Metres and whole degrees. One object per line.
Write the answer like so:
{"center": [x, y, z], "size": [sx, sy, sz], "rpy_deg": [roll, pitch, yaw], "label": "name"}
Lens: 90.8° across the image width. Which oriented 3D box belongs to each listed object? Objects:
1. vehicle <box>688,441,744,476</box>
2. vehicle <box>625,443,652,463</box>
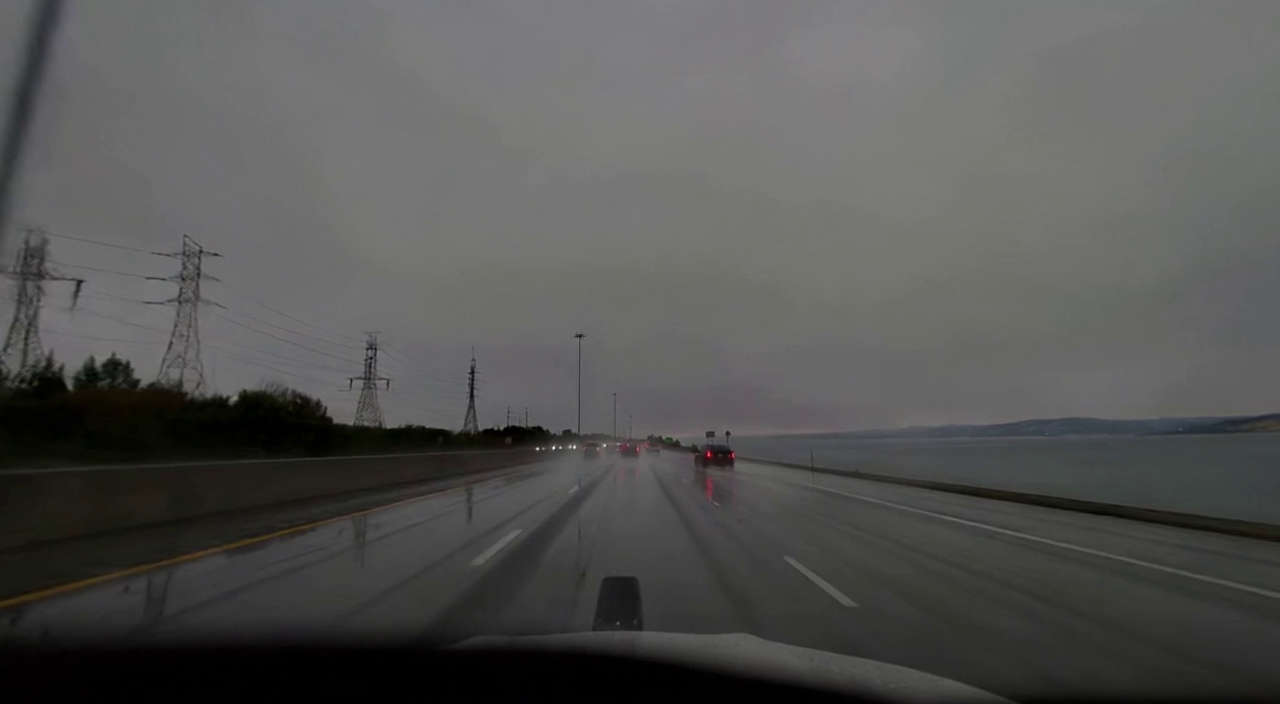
{"center": [3.412, 4.878, 29.208], "size": [1.890, 1.490, 4.373], "rpy_deg": [0, -8, -2], "label": "vehicle"}
{"center": [-0.162, 7.917, 49.459], "size": [2.067, 1.482, 3.966], "rpy_deg": [0, -8, -1], "label": "vehicle"}
